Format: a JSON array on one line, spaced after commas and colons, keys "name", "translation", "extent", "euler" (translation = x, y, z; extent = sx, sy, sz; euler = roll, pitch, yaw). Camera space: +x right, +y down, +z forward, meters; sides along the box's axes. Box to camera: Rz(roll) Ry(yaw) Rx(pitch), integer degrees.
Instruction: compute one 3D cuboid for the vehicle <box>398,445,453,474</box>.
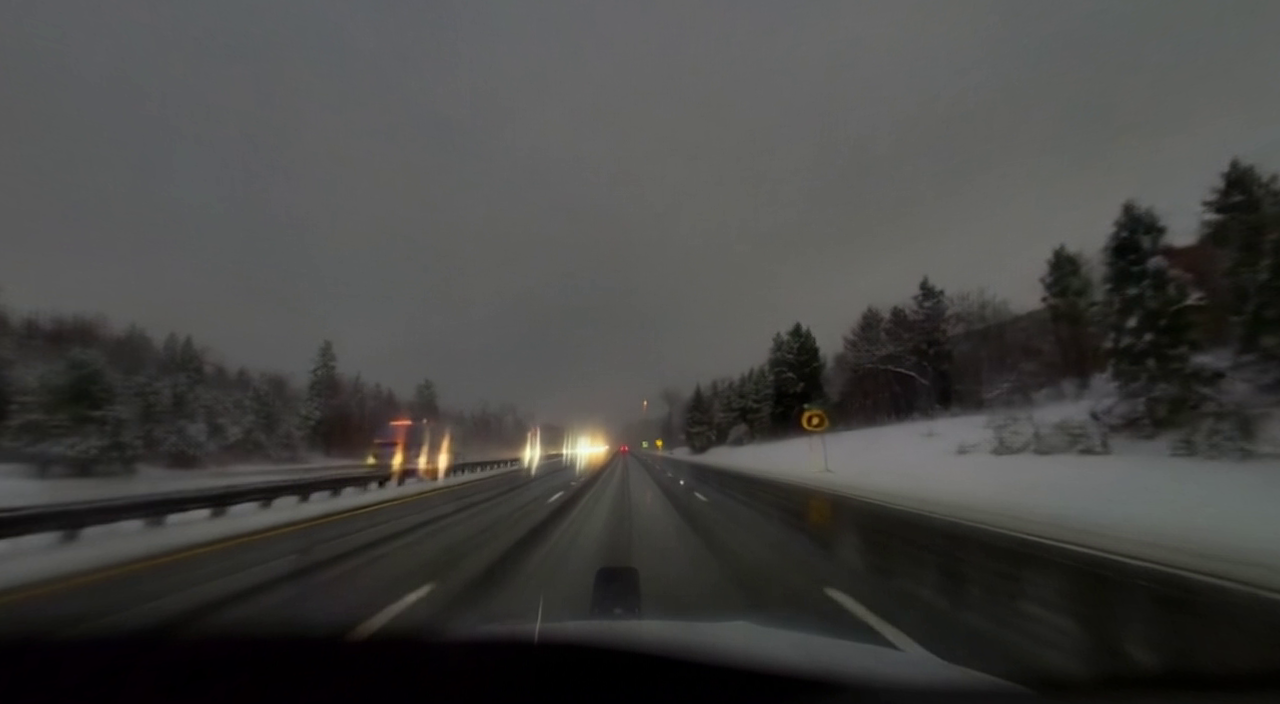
[{"name": "vehicle", "translation": [-13.204, 6.623, 38.827], "extent": [1.944, 1.607, 4.344], "euler": [0, -9, -2]}]
